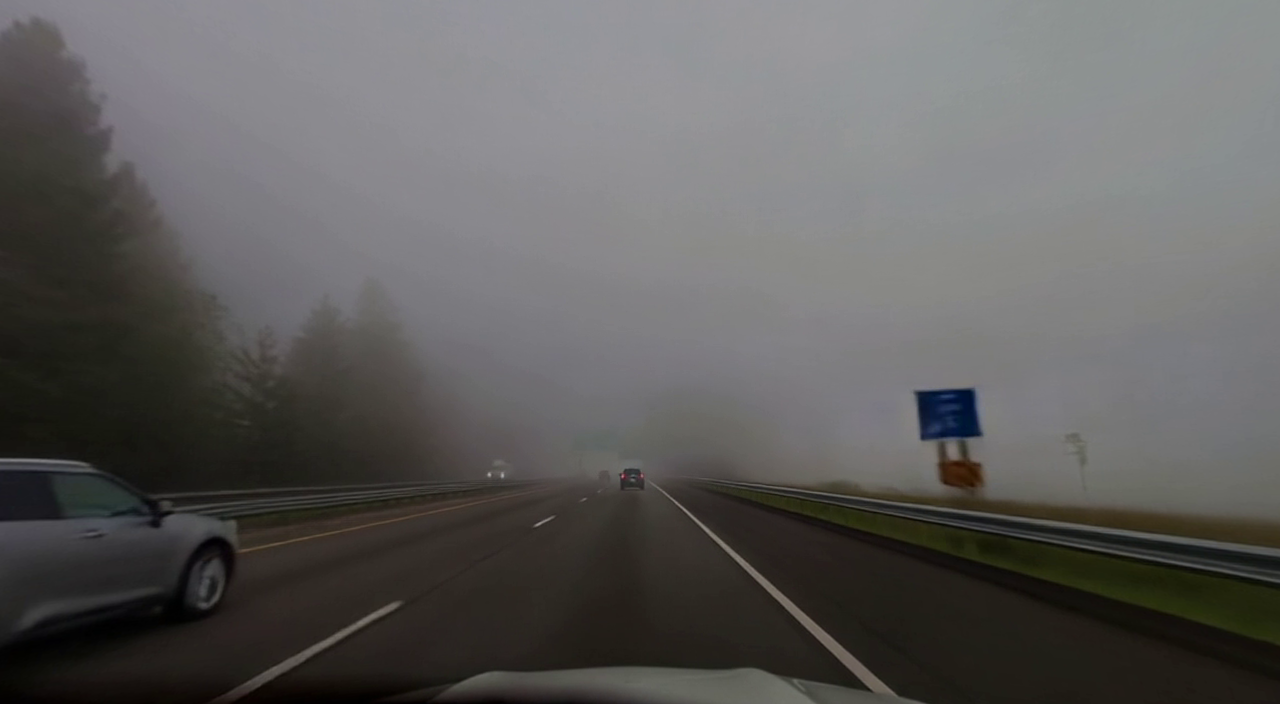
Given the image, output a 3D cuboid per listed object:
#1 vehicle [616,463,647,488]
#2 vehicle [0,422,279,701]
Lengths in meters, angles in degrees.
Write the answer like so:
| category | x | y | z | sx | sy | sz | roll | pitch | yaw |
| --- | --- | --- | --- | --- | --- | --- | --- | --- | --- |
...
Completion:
| category | x | y | z | sx | sy | sz | roll | pitch | yaw |
| --- | --- | --- | --- | --- | --- | --- | --- | --- | --- |
| vehicle | -0.617 | 8.869 | 45.245 | 2.107 | 1.668 | 4.554 | 1 | -11 | 0 |
| vehicle | -4.436 | 1.170 | 3.689 | 2.003 | 1.479 | 4.363 | 1 | -11 | 0 |
